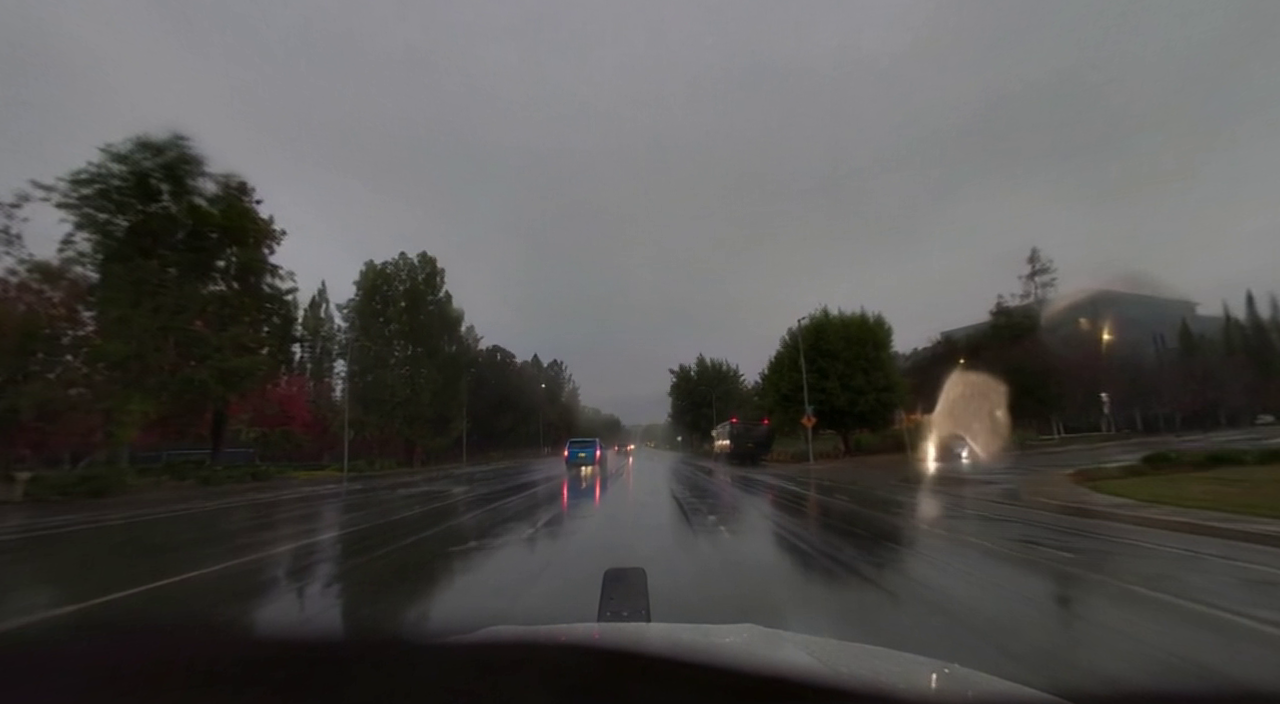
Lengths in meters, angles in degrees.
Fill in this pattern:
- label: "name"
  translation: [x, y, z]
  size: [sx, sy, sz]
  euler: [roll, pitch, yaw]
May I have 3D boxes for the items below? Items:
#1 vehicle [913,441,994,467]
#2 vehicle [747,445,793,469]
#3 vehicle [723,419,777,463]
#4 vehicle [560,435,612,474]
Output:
- label: "vehicle"
  translation: [19.812, 6.447, 40.034]
  size: [1.864, 1.523, 4.176]
  euler: [5, -10, -29]
- label: "vehicle"
  translation: [8.257, 6.724, 40.520]
  size: [1.976, 1.445, 4.909]
  euler: [0, -8, 0]
- label: "vehicle"
  translation: [8.299, 6.866, 48.424]
  size: [3.101, 3.161, 6.513]
  euler: [0, -8, 1]
- label: "vehicle"
  translation: [-2.682, 5.233, 32.469]
  size: [2.179, 1.851, 4.756]
  euler: [0, -8, 1]
